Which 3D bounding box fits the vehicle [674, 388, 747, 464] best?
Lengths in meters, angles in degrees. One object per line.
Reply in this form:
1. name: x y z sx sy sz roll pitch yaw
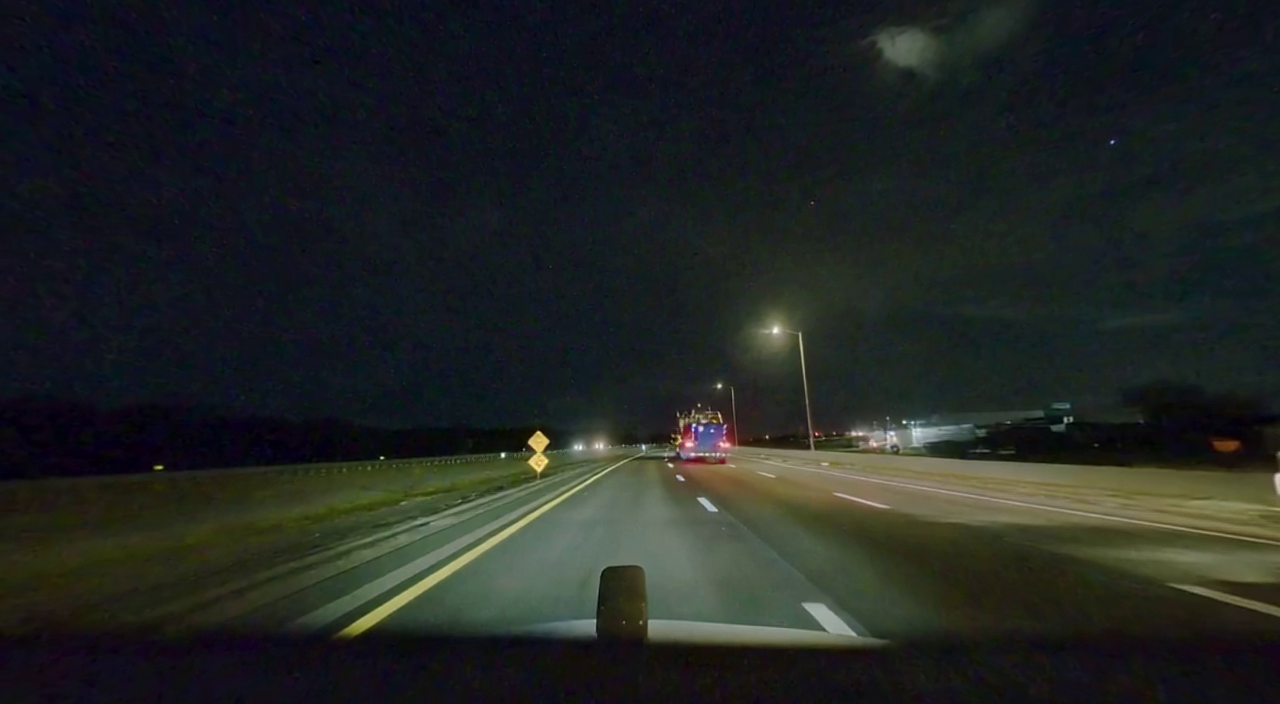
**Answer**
1. vehicle: 3.862 4.351 36.434 3.279 3.956 6.541 0 -9 -1
